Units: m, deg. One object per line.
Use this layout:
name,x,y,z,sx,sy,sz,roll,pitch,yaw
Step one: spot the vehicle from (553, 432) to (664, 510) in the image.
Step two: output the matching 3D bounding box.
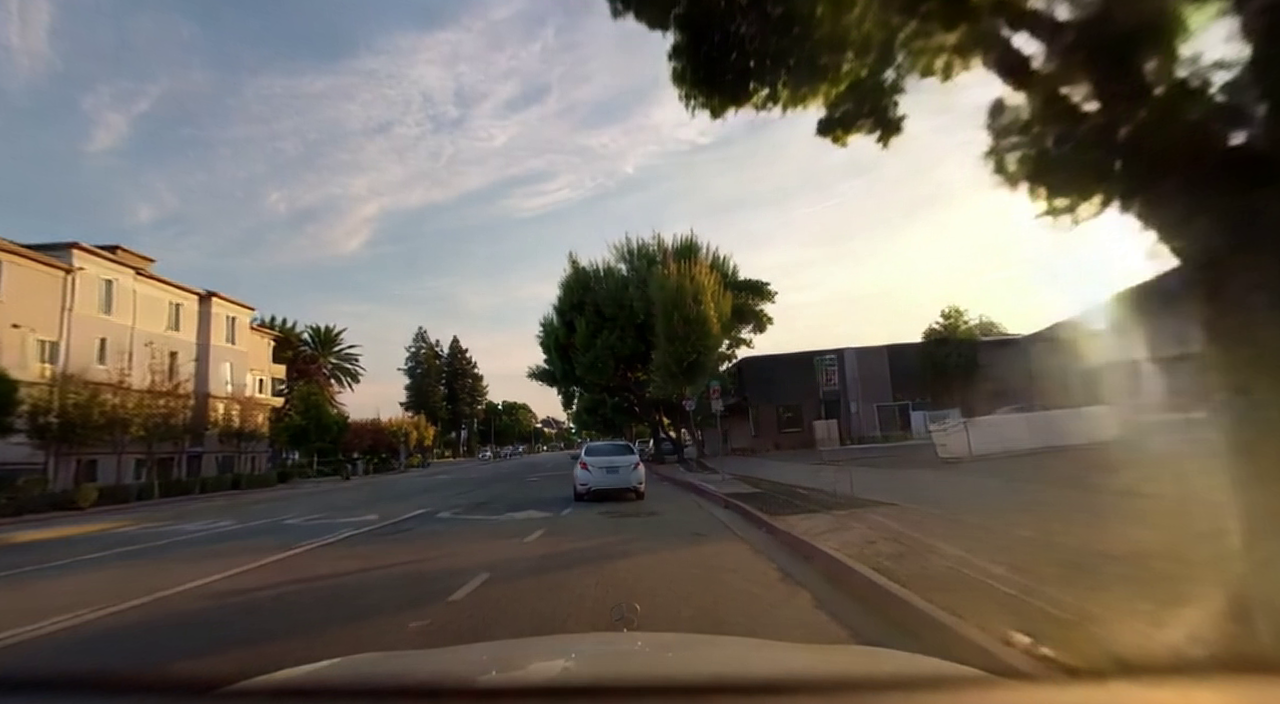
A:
vehicle,-0.717,2.622,14.386,2.116,1.479,4.358,0,-8,-3

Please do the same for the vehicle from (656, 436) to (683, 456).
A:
vehicle,2.290,7.422,49.975,1.972,1.484,3.974,0,-8,0
